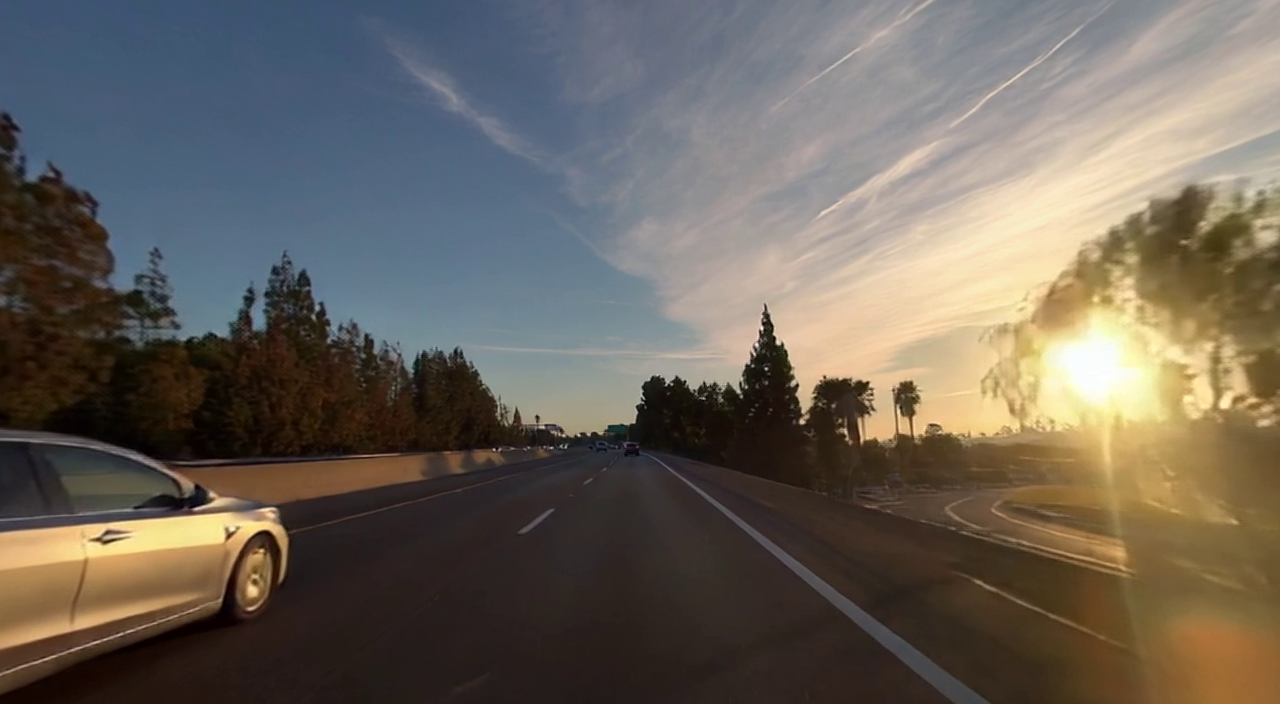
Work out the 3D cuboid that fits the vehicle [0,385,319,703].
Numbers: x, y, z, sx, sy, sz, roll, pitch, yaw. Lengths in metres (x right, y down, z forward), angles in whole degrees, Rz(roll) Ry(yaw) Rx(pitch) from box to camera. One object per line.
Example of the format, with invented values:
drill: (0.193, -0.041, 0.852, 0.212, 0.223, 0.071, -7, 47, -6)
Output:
vehicle: (-3.836, 0.967, 2.945, 2.092, 1.562, 4.748, 0, -8, 1)
